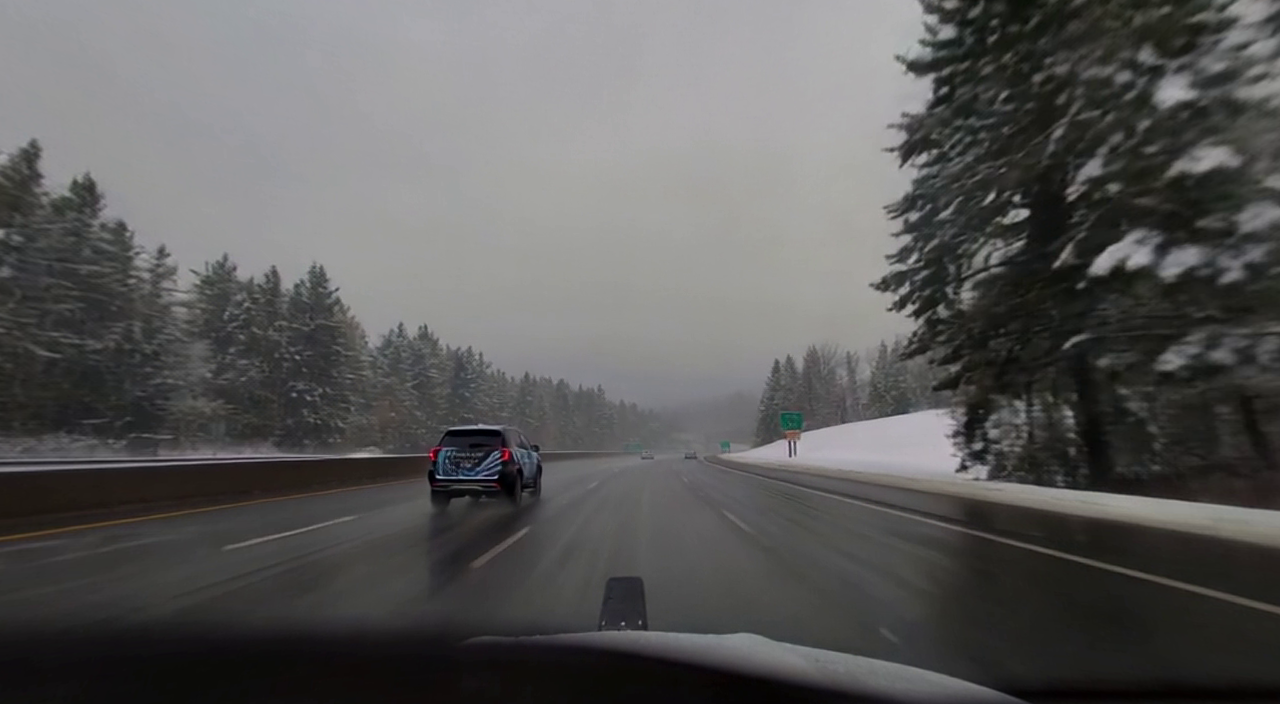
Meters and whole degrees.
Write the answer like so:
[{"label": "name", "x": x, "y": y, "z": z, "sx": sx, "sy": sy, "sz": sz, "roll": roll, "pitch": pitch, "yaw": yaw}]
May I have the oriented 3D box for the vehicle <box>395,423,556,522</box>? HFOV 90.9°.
[{"label": "vehicle", "x": -3.353, "y": 2.562, "z": 14.013, "sx": 2.183, "sy": 1.803, "sz": 4.685, "roll": 0, "pitch": -8, "yaw": 2}]
